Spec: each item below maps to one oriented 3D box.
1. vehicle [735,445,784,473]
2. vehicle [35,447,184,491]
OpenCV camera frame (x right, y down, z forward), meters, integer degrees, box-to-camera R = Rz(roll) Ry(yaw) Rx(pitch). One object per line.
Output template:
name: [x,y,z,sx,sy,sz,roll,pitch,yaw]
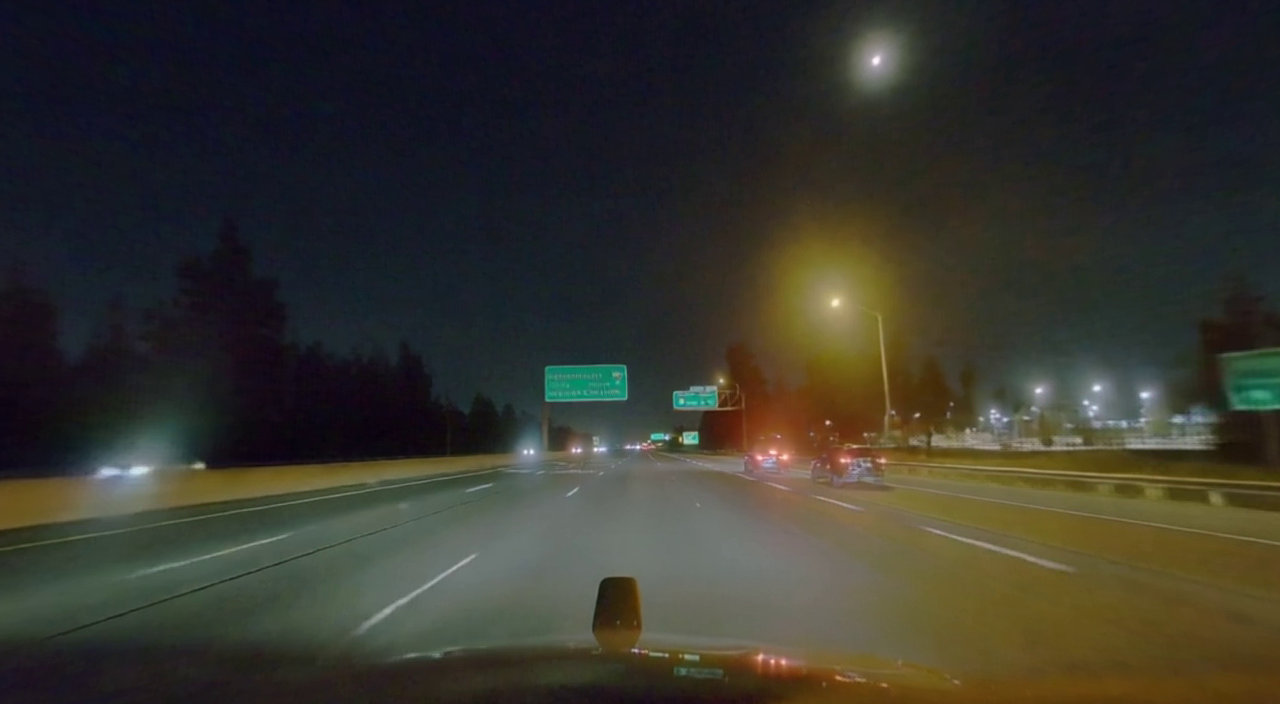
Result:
vehicle: [7.015,6.318,37.516,1.958,1.498,4.447,0,-8,-1]
vehicle: [-22.378,4.908,26.976,2.102,1.635,4.892,0,-9,0]
